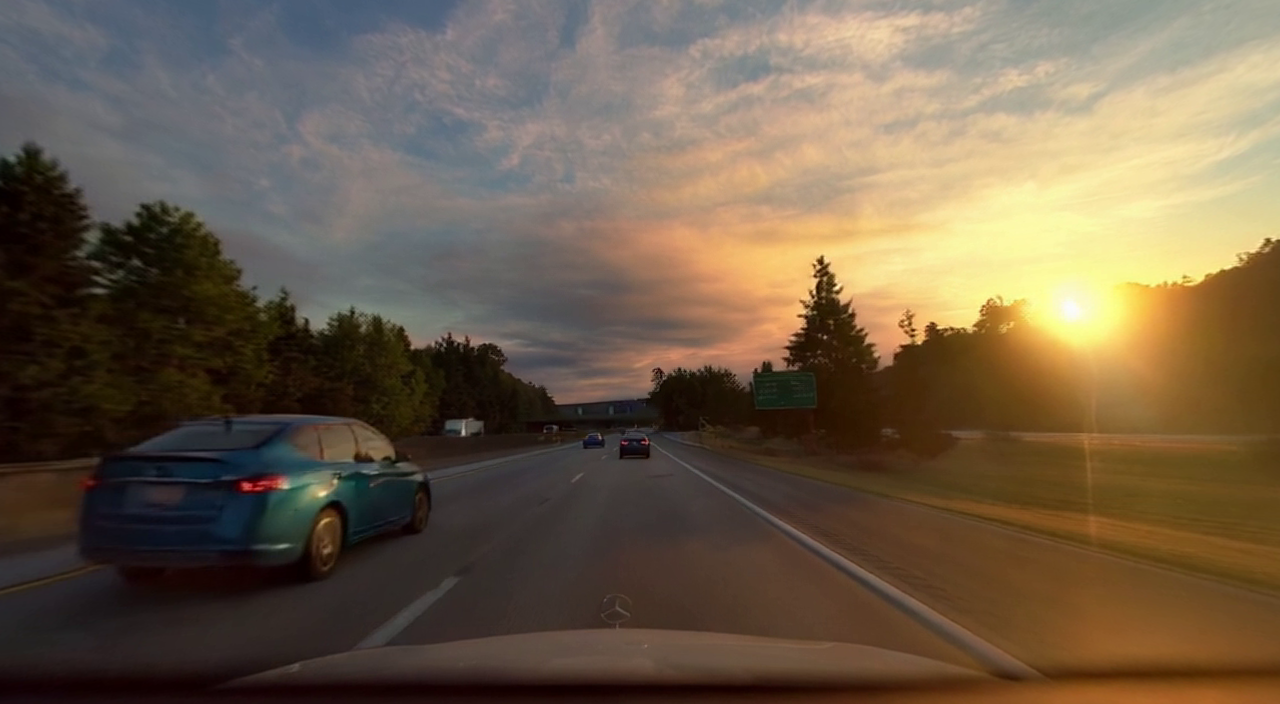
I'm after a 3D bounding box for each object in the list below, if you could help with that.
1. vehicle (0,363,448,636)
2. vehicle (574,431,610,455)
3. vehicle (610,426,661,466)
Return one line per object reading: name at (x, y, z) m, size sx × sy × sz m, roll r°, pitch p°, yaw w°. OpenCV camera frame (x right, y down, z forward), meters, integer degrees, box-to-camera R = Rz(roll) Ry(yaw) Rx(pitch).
vehicle at (-3.853, 1.264, 6.527) m, size 2.251 × 1.749 × 4.820 m, roll 0°, pitch -8°, yaw -1°
vehicle at (-3.203, 6.192, 42.933) m, size 2.030 × 1.491 × 4.046 m, roll 0°, pitch -8°, yaw 1°
vehicle at (-0.197, 4.201, 28.406) m, size 2.134 × 1.654 × 4.174 m, roll 0°, pitch -8°, yaw 0°
